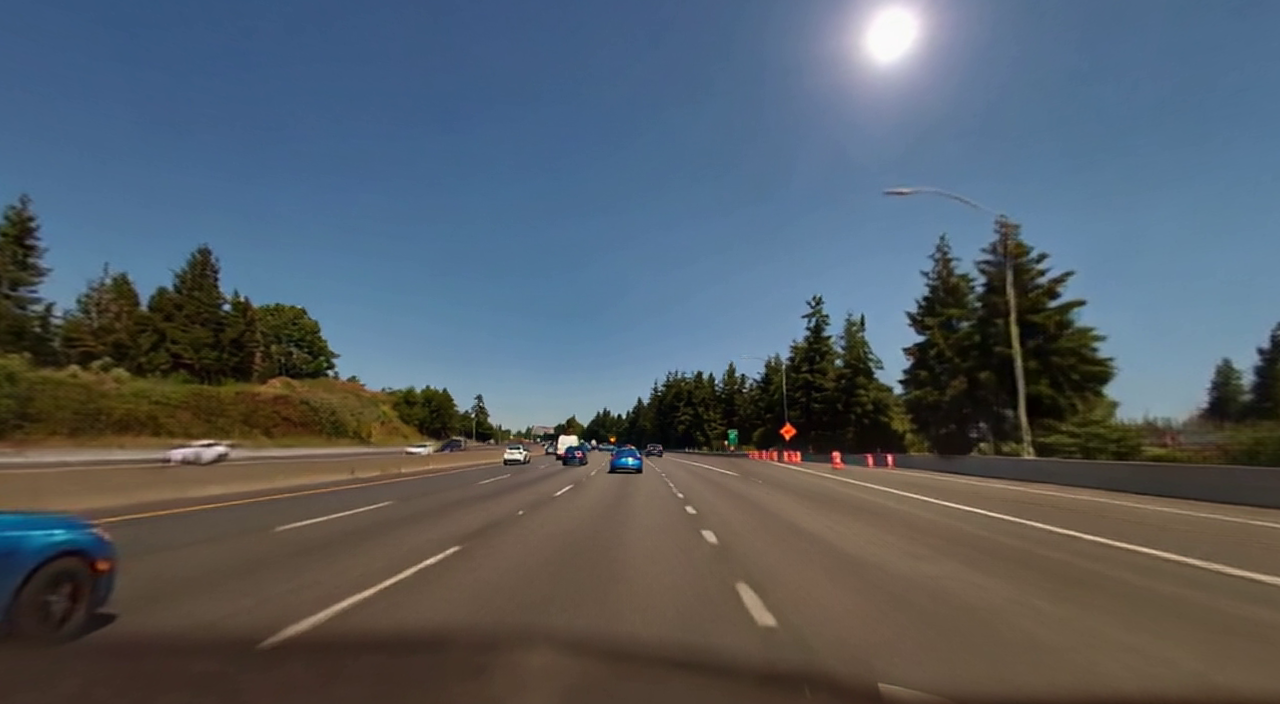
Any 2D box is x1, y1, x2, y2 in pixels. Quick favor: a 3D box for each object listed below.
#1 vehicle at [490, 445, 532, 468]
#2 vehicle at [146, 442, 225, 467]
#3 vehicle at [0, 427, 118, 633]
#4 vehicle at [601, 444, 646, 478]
[{"bbox_3d":[-8.863,7.172,43.432,1.946,1.472,4.472,0,-8,-1],"label":"vehicle"},{"bbox_3d":[-30.108,6.785,41.747,1.880,1.524,4.473,0,-9,0],"label":"vehicle"},{"bbox_3d":[-5.487,1.049,3.084,2.001,1.415,4.360,0,-8,2],"label":"vehicle"},{"bbox_3d":[-0.708,5.106,29.661,1.963,1.462,4.681,0,-8,0],"label":"vehicle"}]
